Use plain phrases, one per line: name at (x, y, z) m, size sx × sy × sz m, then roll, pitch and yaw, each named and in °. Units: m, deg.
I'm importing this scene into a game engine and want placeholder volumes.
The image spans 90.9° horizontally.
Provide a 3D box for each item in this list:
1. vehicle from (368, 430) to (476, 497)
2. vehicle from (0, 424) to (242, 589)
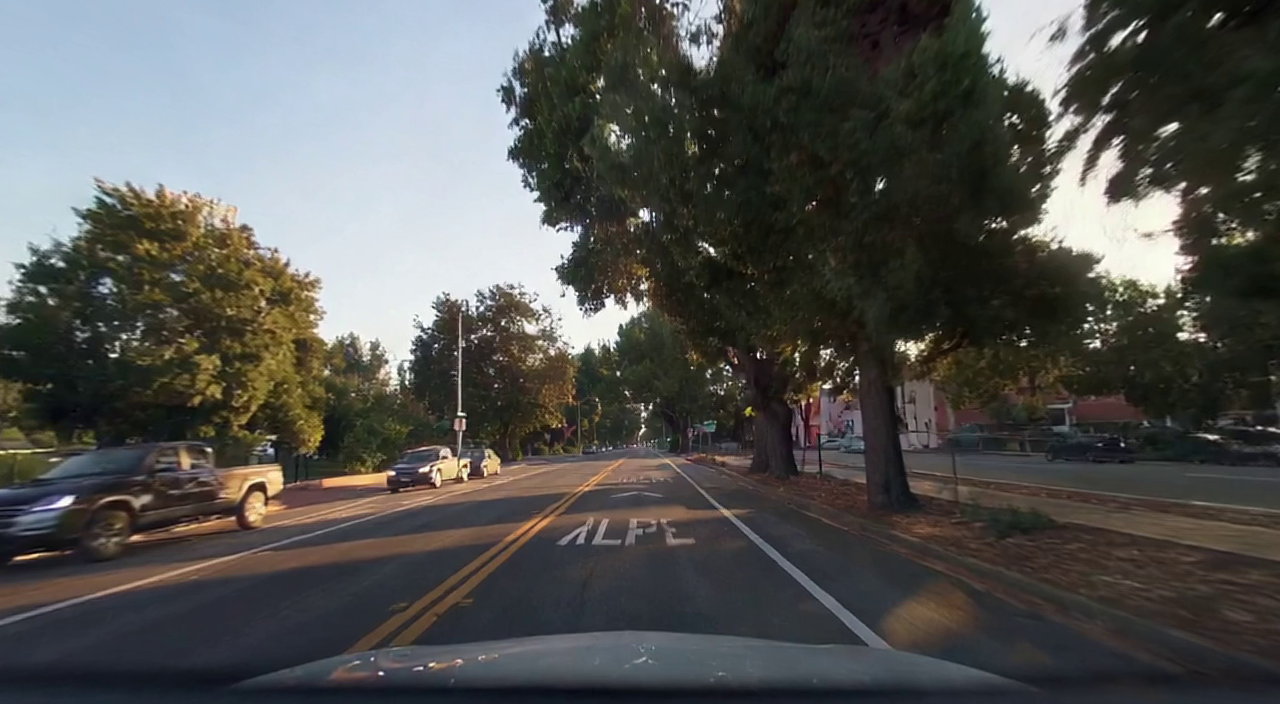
vehicle at (-7.843, 3.967, 23.187) m, size 2.138 × 2.038 × 4.717 m, roll -3°, pitch -7°, yaw 2°
vehicle at (-7.991, 1.958, 8.761) m, size 1.960 × 1.786 × 4.595 m, roll -3°, pitch -6°, yaw 0°
